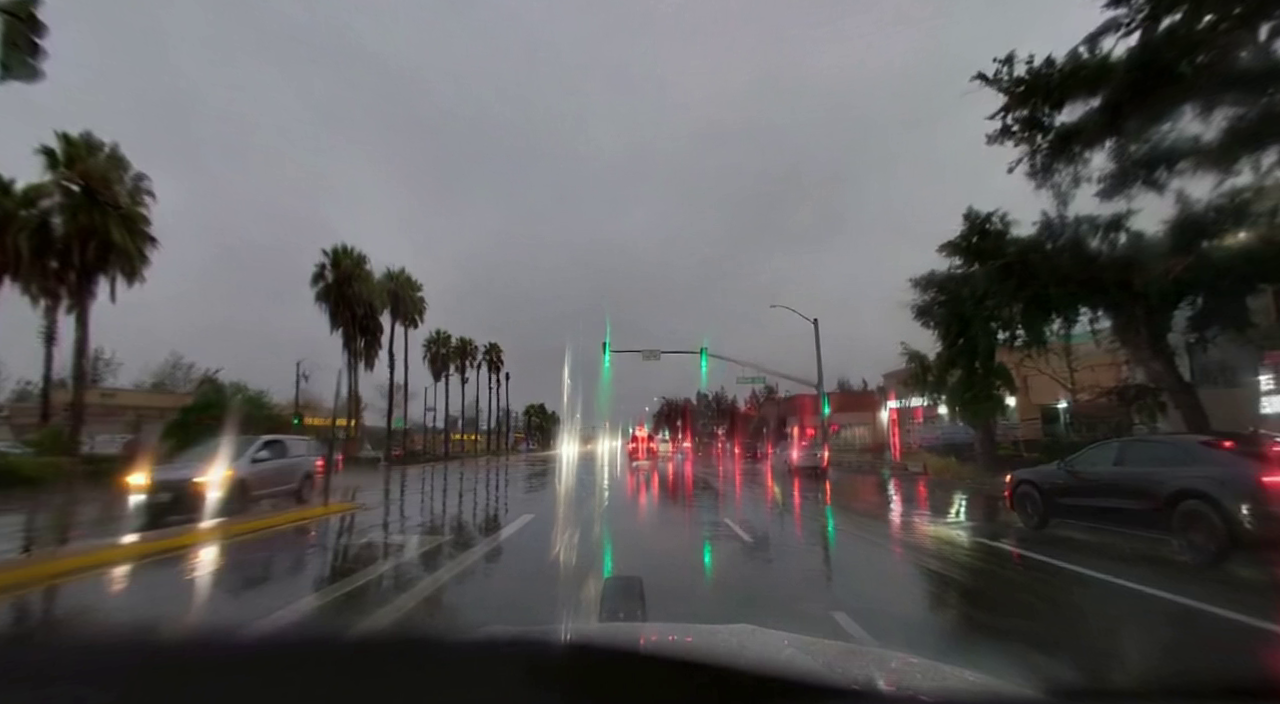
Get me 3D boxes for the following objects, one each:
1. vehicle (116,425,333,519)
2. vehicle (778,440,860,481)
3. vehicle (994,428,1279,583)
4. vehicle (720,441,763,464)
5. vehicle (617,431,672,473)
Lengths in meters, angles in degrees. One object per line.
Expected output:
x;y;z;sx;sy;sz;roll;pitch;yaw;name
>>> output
-9.602;2.801;15.244;2.182;1.774;4.691;-3;-8;-2;vehicle
6.981;4.264;25.150;1.902;1.461;4.428;0;-9;-1;vehicle
7.171;1.818;8.329;2.076;1.483;4.963;0;-9;-1;vehicle
7.001;7.004;44.129;2.038;1.476;5.032;0;-9;-1;vehicle
0.162;4.796;30.401;2.428;1.816;4.959;0;-9;-1;vehicle
